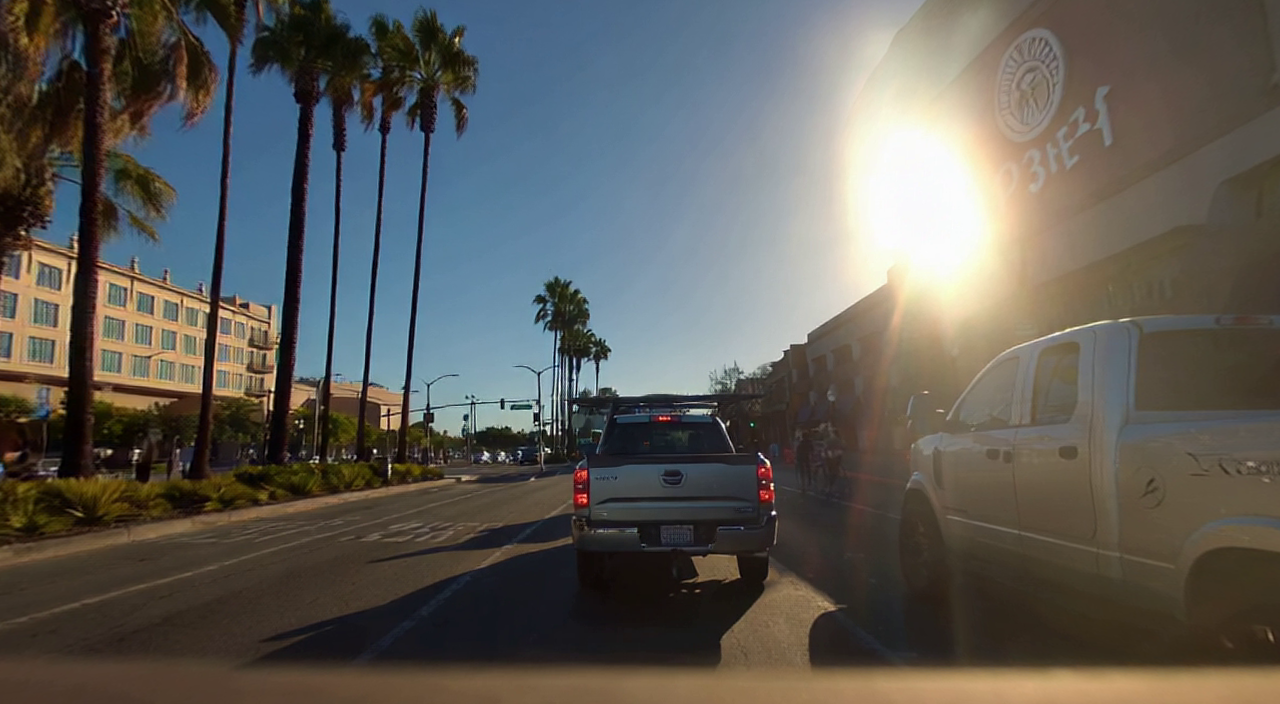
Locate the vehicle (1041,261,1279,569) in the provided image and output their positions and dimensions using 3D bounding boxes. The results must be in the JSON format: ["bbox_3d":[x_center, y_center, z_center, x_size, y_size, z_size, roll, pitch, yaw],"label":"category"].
[{"bbox_3d":[7.922,0.884,8.588,2.666,3.345,3.622,-1,-9,8],"label":"vehicle"}]

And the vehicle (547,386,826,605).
[{"bbox_3d":[0.412,1.590,7.975,2.311,1.819,5.255,0,-8,1],"label":"vehicle"}]
